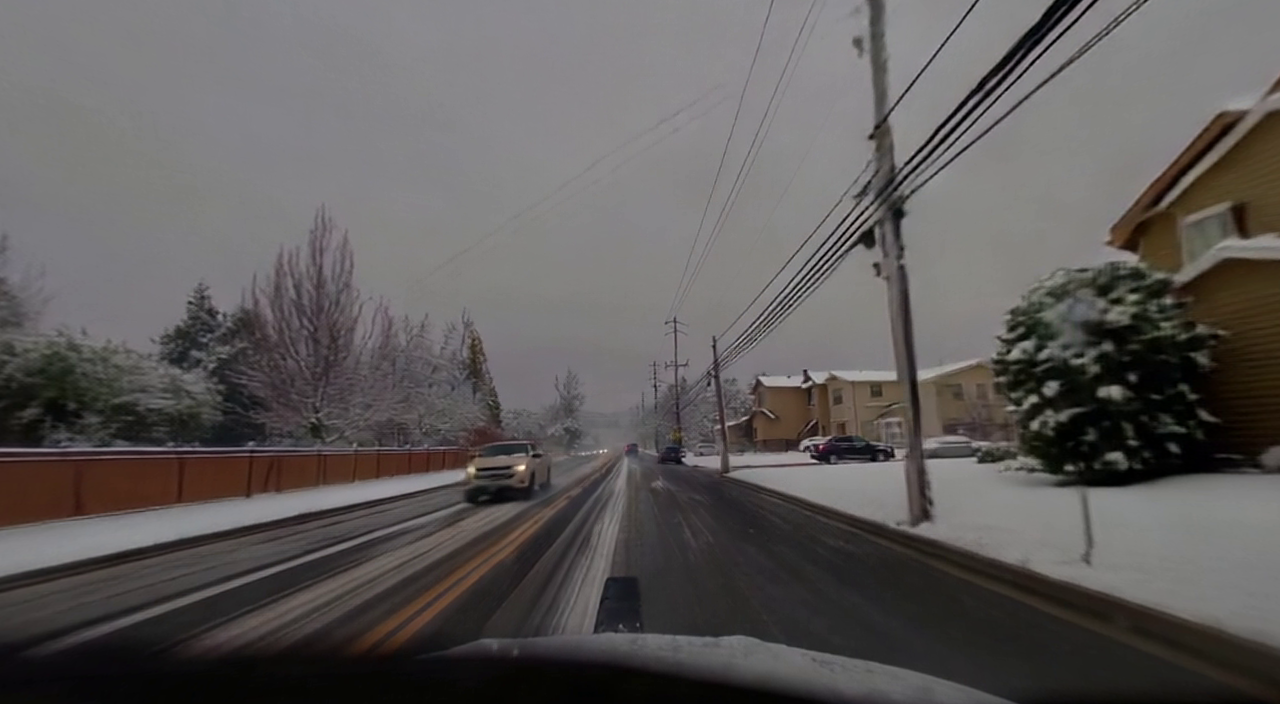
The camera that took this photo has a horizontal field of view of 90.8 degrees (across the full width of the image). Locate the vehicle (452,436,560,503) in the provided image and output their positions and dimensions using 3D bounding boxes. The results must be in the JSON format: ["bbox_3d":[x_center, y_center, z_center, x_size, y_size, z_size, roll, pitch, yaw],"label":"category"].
[{"bbox_3d":[-3.663,3.295,18.170,2.146,1.657,4.351,0,-9,0],"label":"vehicle"}]

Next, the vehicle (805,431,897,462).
[{"bbox_3d":[12.517,5.656,37.748,4.701,1.745,2.083,-1,-9,2],"label":"vehicle"}]

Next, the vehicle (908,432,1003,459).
[{"bbox_3d":[18.794,5.625,37.831,4.558,1.554,1.990,0,-9,4],"label":"vehicle"}]
